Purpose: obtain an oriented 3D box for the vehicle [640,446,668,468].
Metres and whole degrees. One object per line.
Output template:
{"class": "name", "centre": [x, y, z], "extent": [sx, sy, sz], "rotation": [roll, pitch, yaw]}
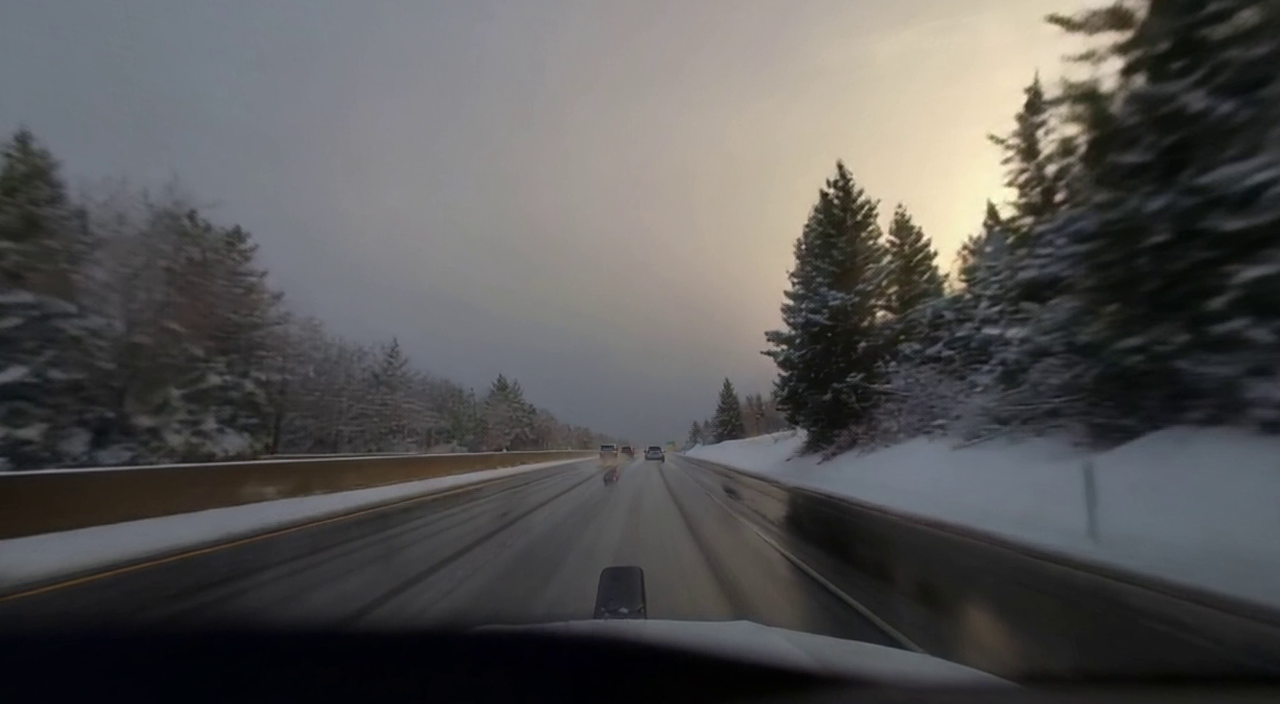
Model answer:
{"class": "vehicle", "centre": [0.997, 7.528, 45.287], "extent": [1.934, 1.488, 3.832], "rotation": [0, -9, 0]}
